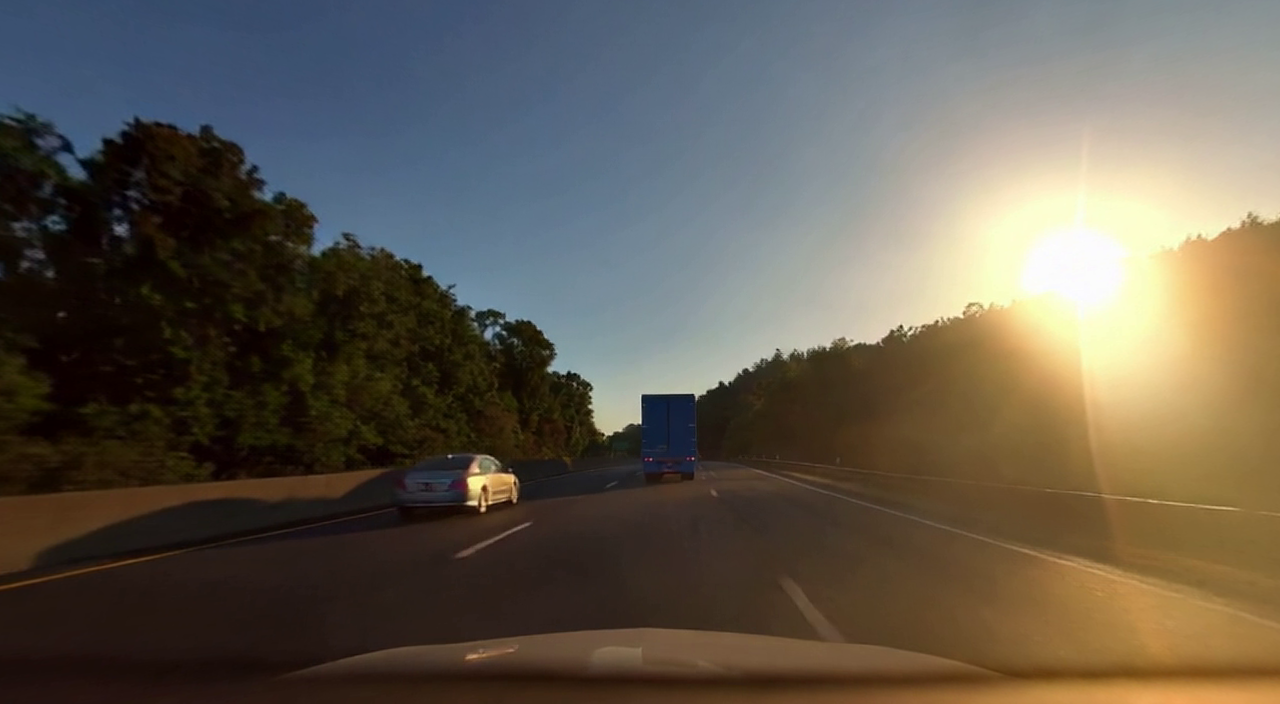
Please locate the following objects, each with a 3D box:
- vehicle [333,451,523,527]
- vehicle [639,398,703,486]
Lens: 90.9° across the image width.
[{"bbox_3d":[-4.314,2.867,13.915,2.133,1.358,4.870,-1,-9,5],"label":"vehicle"},{"bbox_3d":[1.799,4.717,32.633,2.821,3.878,8.925,-1,-9,6],"label":"vehicle"}]
